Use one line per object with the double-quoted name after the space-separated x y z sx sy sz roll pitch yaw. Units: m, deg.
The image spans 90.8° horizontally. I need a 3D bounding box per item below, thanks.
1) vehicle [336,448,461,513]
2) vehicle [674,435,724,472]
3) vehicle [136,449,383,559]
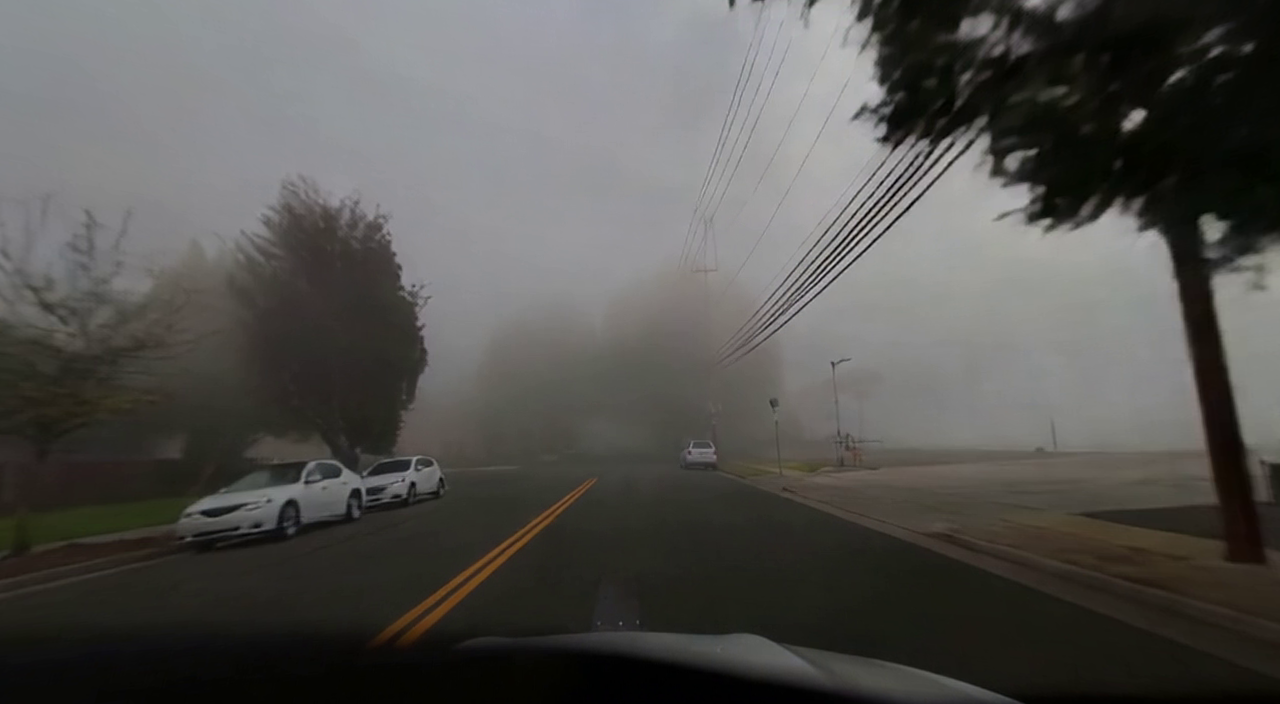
-6.567 3.503 17.696 1.804 1.403 4.174 -4 -8 1 "vehicle"
3.113 5.487 34.486 2.138 1.820 5.218 0 -8 0 "vehicle"
-6.622 2.623 11.723 1.887 1.460 4.444 -4 -8 -1 "vehicle"
